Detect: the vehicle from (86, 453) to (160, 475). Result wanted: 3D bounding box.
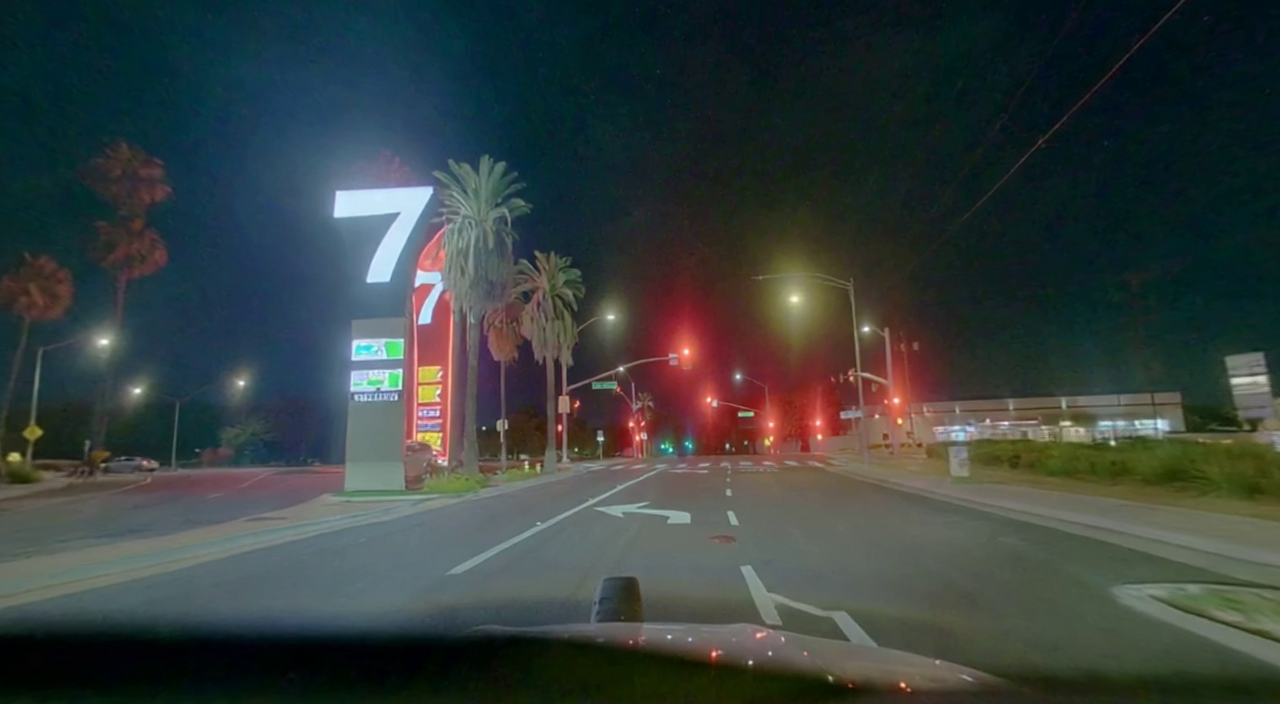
[{"bbox_3d":[-39.791,8.617,48.640,4.089,1.517,2.014,-2,-9,6],"label":"vehicle"}]

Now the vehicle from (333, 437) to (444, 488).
[{"bbox_3d":[-9.893,4.385,25.308,2.109,1.816,4.670,-2,-9,6],"label":"vehicle"}]
